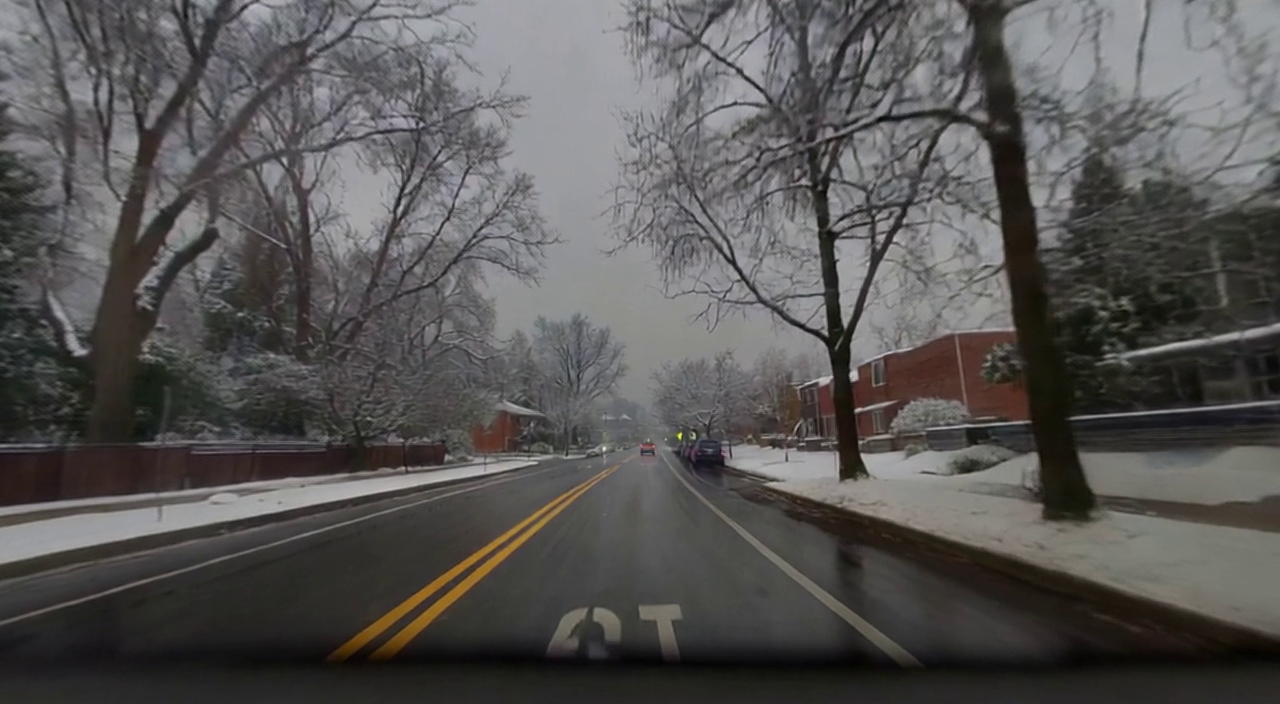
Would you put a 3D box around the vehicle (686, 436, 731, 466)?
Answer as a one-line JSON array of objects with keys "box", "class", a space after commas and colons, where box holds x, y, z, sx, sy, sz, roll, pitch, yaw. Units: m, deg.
[{"box": [4.165, 6.099, 39.259, 1.937, 1.752, 4.574, 0, -8, -5], "class": "vehicle"}]
